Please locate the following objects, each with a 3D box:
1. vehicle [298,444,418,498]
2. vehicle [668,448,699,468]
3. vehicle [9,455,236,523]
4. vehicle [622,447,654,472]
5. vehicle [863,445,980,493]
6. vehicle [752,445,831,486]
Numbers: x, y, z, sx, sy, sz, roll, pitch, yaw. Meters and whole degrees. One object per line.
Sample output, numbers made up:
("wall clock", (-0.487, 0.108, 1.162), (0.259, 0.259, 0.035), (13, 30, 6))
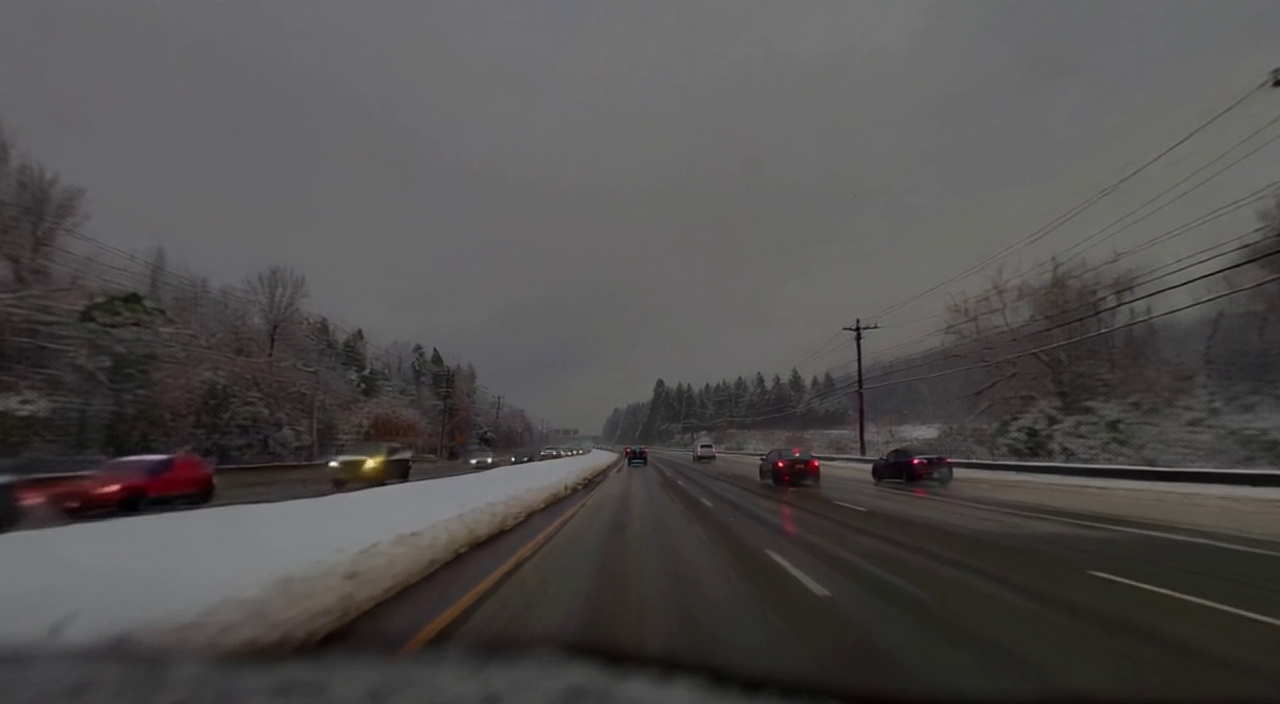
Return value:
("vehicle", (-10.099, 4.274, 23.131), (2.288, 1.735, 4.468), (0, -9, 0))
("vehicle", (3.289, 8.166, 48.833), (1.981, 1.480, 4.316), (0, -9, -1))
("vehicle", (-13.466, 3.557, 16.958), (2.133, 1.485, 4.644), (0, -9, 0))
("vehicle", (-0.168, 7.038, 41.516), (1.993, 1.506, 3.883), (0, -9, -1))
("vehicle", (9.662, 4.036, 22.176), (1.969, 1.506, 4.422), (0, -9, -1))
("vehicle", (6.137, 4.649, 26.218), (2.069, 1.520, 4.614), (0, -9, -1))
